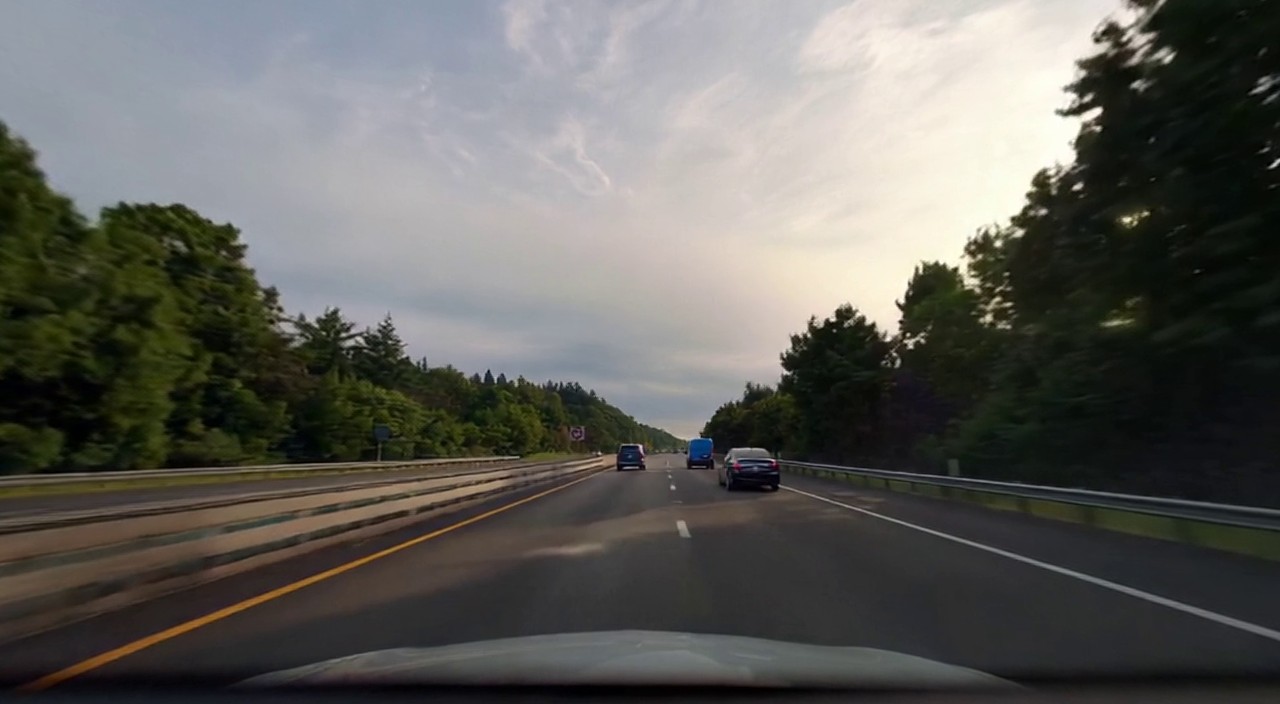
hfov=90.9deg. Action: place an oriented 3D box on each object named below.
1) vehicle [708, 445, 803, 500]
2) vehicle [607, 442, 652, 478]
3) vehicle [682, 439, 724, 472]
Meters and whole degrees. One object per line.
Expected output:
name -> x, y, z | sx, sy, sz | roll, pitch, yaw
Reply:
vehicle -> 3.314, 3.577, 19.167 | 2.043, 1.431, 4.922 | -1, -9, 1
vehicle -> -0.458, 5.505, 32.274 | 2.087, 1.707, 4.316 | -1, -9, 2
vehicle -> 4.069, 6.806, 41.515 | 2.371, 2.045, 4.768 | -1, -9, 1
